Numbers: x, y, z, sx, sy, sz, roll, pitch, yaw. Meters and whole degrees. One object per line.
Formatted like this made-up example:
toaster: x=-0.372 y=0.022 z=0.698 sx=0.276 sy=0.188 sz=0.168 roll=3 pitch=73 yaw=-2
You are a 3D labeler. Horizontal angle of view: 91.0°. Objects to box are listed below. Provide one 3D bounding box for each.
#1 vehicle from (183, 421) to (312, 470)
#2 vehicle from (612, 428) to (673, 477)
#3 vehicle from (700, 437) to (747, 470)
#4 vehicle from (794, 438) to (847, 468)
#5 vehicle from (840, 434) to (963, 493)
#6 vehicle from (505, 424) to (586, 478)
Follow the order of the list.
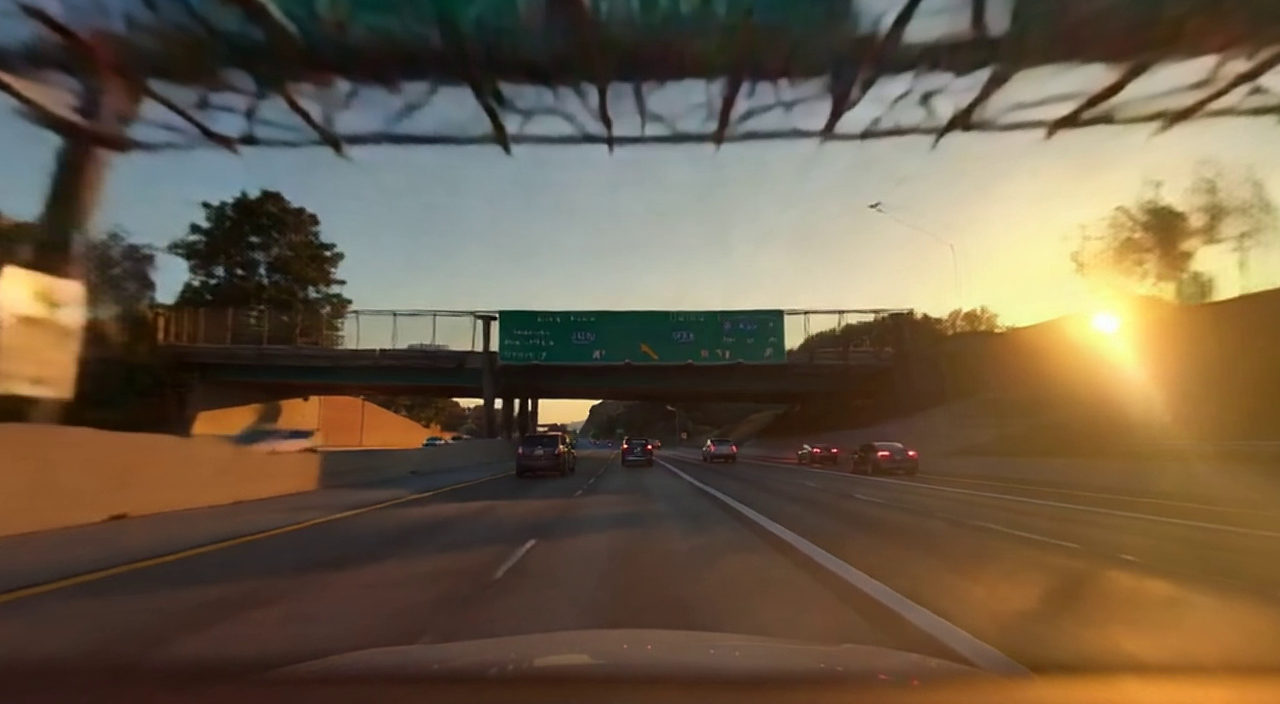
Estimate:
vehicle: x=-14.188 y=3.432 z=23.115 sx=1.885 sy=1.593 sz=4.292 roll=0 pitch=-8 yaw=1
vehicle: x=0.093 y=3.893 z=24.487 sx=2.181 sy=1.728 sz=3.970 roll=0 pitch=-8 yaw=0
vehicle: x=4.614 y=5.682 z=35.367 sx=2.022 sy=1.682 sz=4.226 roll=0 pitch=-8 yaw=0
vehicle: x=11.298 y=6.360 z=39.811 sx=2.010 sy=1.765 sz=4.375 roll=1 pitch=-9 yaw=-1
vehicle: x=7.744 y=3.339 z=19.132 sx=1.989 sy=1.569 sz=3.964 roll=0 pitch=-9 yaw=0
vehicle: x=-3.328 y=3.640 z=23.301 sx=2.199 sy=1.777 sz=4.790 roll=0 pitch=-8 yaw=1
